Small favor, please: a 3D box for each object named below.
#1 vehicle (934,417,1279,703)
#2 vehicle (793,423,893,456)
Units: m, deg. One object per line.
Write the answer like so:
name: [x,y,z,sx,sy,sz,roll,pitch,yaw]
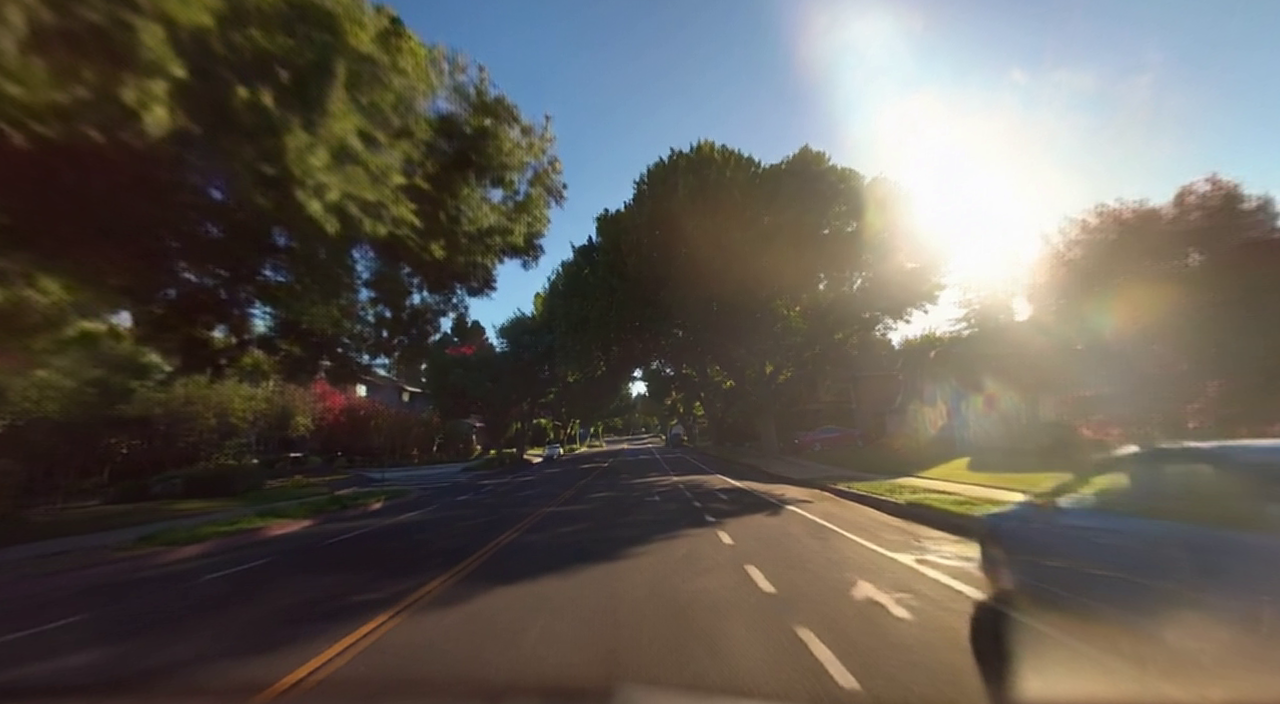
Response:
vehicle: [3.750,1.154,3.616,1.961,1.472,4.434,0,-8,0]
vehicle: [10.878,4.817,34.271,1.904,1.626,5.012,6,-11,-31]
